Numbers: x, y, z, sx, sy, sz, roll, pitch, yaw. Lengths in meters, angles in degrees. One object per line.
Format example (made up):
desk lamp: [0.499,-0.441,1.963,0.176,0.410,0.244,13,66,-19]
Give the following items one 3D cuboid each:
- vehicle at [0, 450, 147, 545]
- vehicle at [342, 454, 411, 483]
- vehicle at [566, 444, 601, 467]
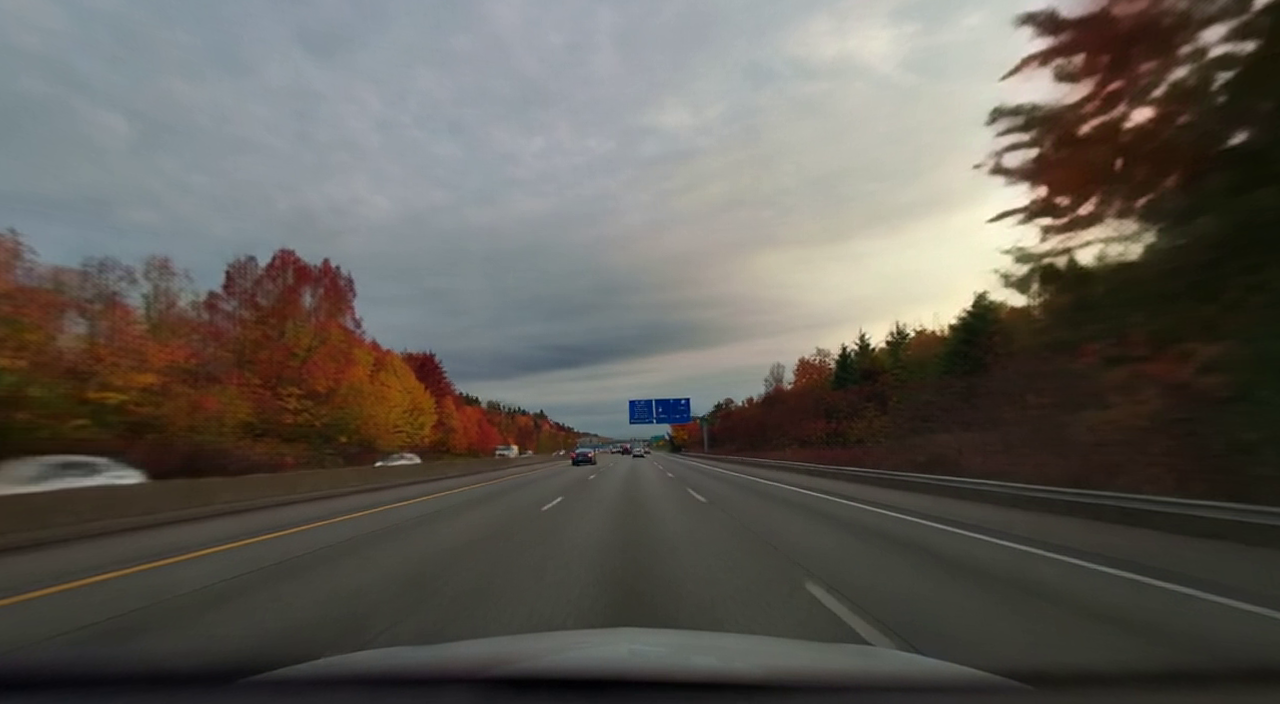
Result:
vehicle: [-11.229,2.488,10.969,1.859,1.504,4.035,0,-9,0]
vehicle: [-14.890,6.562,35.657,1.882,1.484,4.531,-1,-9,1]
vehicle: [-4.071,7.590,45.986,2.153,1.577,4.707,0,-9,0]
